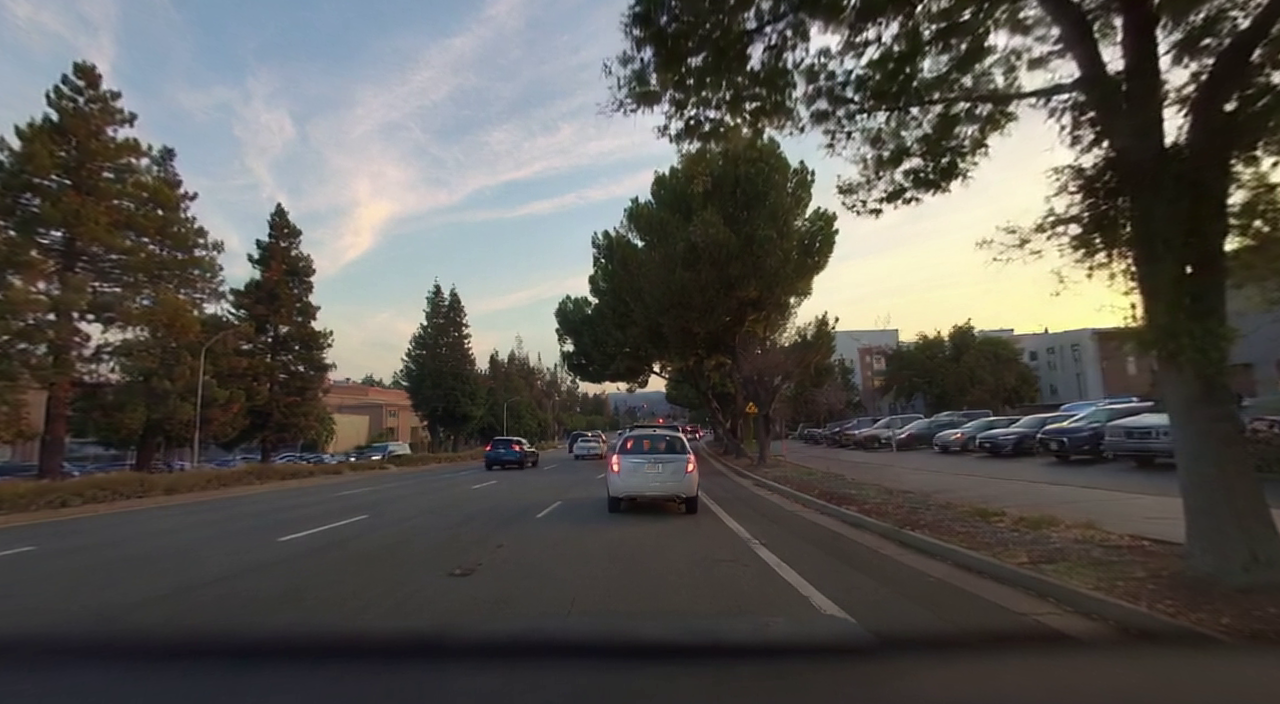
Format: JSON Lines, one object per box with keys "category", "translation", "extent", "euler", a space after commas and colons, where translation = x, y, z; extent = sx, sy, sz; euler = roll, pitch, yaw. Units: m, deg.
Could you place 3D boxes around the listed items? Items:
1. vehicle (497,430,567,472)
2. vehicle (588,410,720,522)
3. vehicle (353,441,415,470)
{"category": "vehicle", "translation": [-5.278, 4.920, 31.583], "extent": [2.154, 1.902, 4.735], "euler": [-1, -9, 7]}
{"category": "vehicle", "translation": [0.305, 2.193, 12.582], "extent": [2.173, 1.830, 4.189], "euler": [0, -9, 2]}
{"category": "vehicle", "translation": [-18.590, 7.519, 46.090], "extent": [2.033, 1.923, 4.658], "euler": [-1, -9, 8]}
